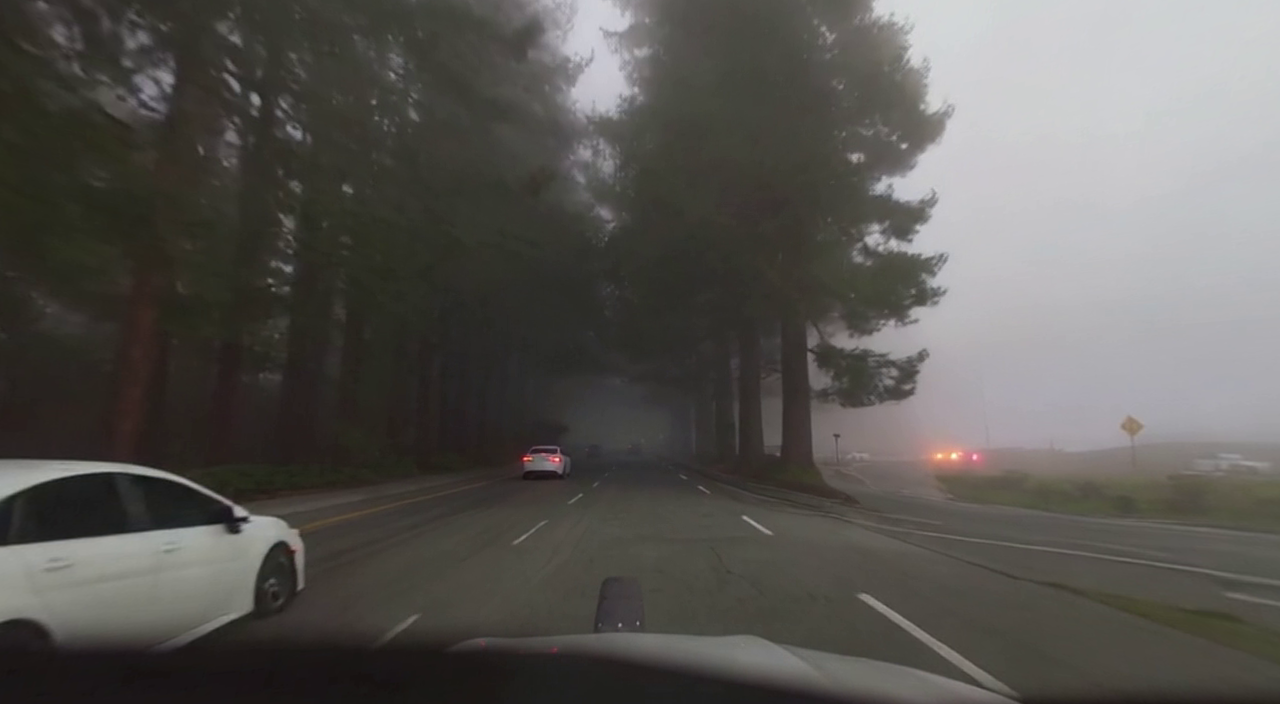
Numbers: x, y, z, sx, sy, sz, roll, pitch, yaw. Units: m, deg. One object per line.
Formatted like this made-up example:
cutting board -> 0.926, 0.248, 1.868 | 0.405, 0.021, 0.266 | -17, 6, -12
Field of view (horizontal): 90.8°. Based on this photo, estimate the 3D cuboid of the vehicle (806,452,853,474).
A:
vehicle -> 13.785, 8.084, 46.220 | 1.993, 1.412, 3.978 | 0, -8, -3

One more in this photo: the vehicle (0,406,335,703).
vehicle -> -3.573, 1.032, 2.957 | 2.106, 1.482, 4.312 | 0, -8, 0

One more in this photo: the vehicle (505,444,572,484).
vehicle -> -3.989, 4.457, 25.599 | 1.968, 1.459, 4.433 | 0, -8, 0
